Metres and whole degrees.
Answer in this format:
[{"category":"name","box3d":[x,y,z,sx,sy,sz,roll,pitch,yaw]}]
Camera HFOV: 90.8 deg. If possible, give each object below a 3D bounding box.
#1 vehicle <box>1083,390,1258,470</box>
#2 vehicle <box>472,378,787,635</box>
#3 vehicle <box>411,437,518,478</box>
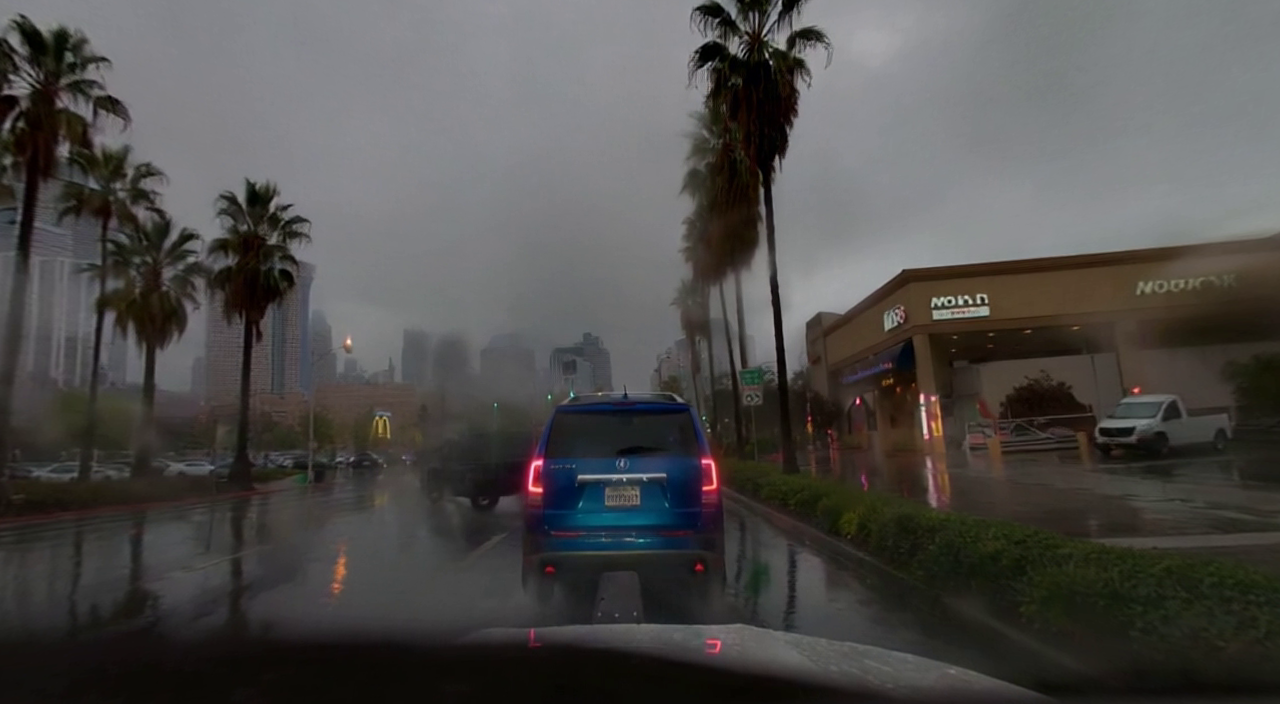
[{"category":"vehicle","box3d":[16.098,2.405,19.051,6.060,2.047,2.490,6,-11,-36]},{"category":"vehicle","box3d":[-0.123,1.383,6.518,2.234,1.818,3.869,0,-9,-2]},{"category":"vehicle","box3d":[-9.521,5.801,35.031,2.448,2.043,5.988,-4,-10,23]}]
